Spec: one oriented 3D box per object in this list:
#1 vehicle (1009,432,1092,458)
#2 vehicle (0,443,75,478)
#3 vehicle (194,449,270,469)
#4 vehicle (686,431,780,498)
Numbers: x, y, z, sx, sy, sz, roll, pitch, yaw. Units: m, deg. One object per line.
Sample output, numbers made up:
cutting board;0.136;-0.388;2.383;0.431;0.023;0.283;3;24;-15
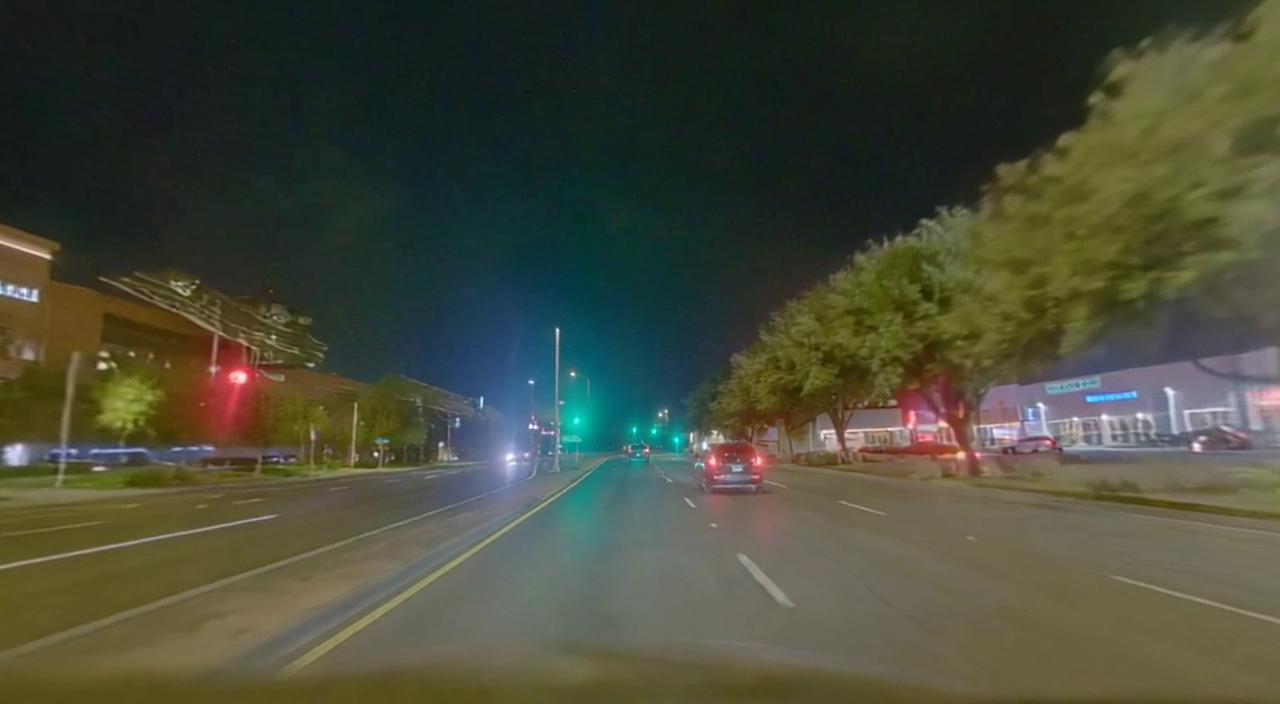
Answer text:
vehicle;32.080;7.262;49.452;4.867;1.962;2.172;0;-8;0
vehicle;-29.546;5.064;29.412;4.545;1.531;1.947;-2;-9;0
vehicle;-29.543;7.755;45.810;4.215;1.415;1.843;0;-8;-1
vehicle;2.528;3.189;18.316;1.963;1.677;4.229;0;-8;-2
